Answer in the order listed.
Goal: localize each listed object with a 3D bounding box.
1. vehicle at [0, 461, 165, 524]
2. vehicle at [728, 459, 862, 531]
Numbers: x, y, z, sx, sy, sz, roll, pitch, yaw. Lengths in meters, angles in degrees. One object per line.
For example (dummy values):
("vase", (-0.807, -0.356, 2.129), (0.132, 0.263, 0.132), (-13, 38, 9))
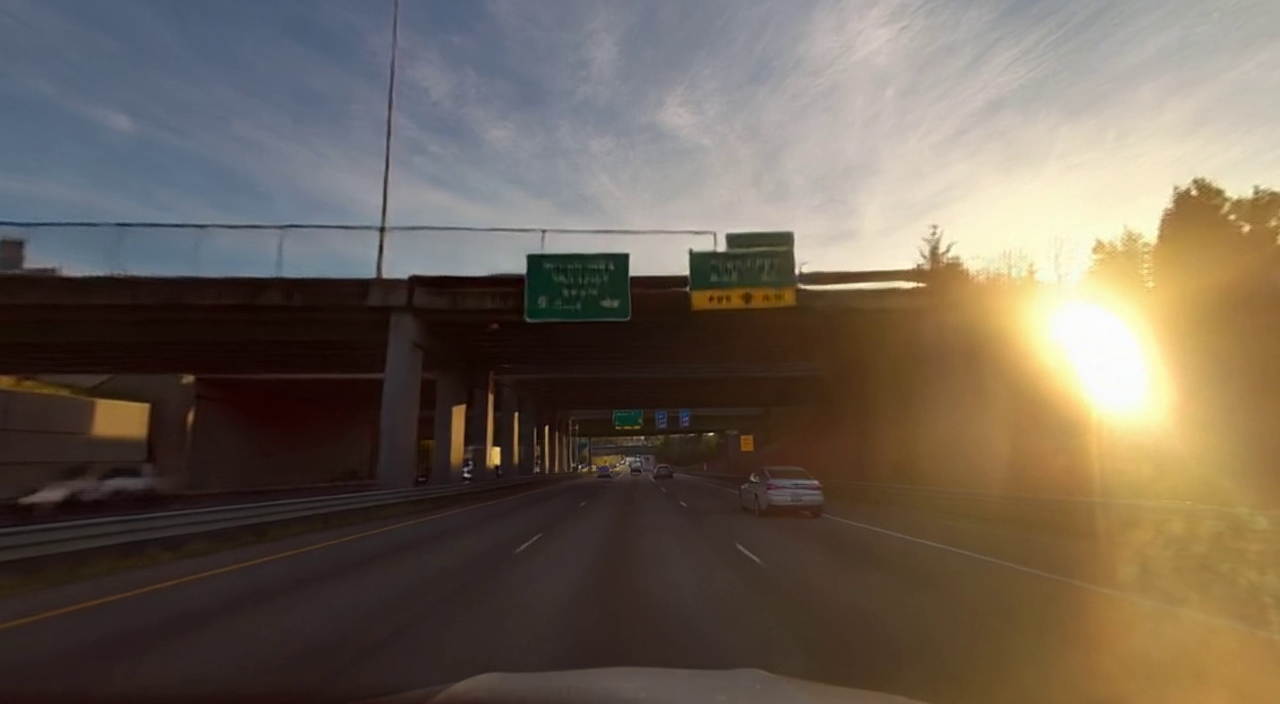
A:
("vehicle", (-15.591, 3.762, 17.286), (1.904, 1.477, 4.095), (1, -10, 0))
("vehicle", (3.577, 3.431, 15.548), (2.051, 1.472, 4.547), (1, -10, -2))
